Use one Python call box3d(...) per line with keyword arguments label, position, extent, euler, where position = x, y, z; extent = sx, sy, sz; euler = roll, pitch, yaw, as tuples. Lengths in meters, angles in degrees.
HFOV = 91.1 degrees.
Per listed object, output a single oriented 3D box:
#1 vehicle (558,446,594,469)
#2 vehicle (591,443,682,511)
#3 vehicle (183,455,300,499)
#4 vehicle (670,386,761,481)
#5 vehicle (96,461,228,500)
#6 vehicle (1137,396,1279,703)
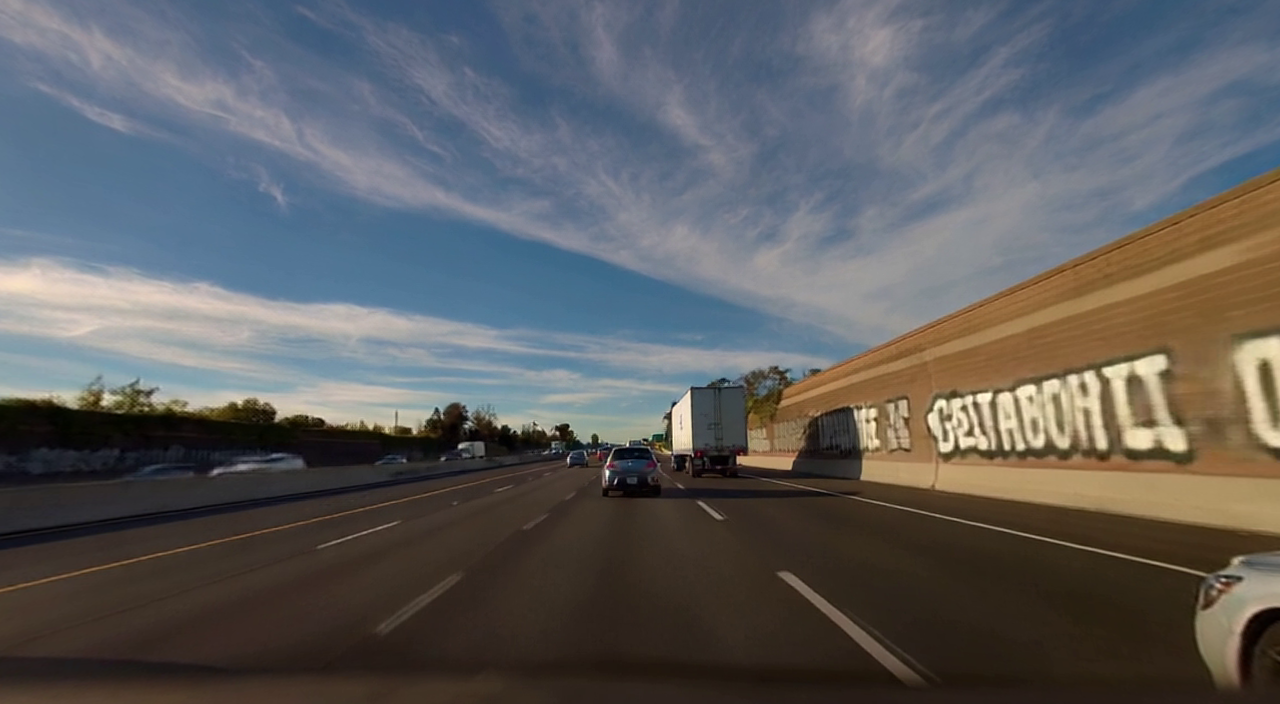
box3d(label="vehicle", position=(-4.344, 7.240, 43.295), extent=(2.067, 1.481, 4.085), euler=(-1, -9, 0))
box3d(label="vehicle", position=(-0.144, 3.096, 16.096), extent=(2.033, 1.468, 4.015), euler=(0, -9, -2))
box3d(label="vehicle", position=(-14.951, 4.675, 23.905), extent=(1.908, 1.458, 4.057), euler=(0, -9, -3))
box3d(label="vehicle", position=(3.554, 4.526, 34.003), extent=(2.902, 4.014, 14.446), euler=(0, -9, -1))
box3d(label="vehicle", position=(-20.875, 5.603, 27.762), extent=(2.070, 1.453, 4.840), euler=(0, -9, -1))
box3d(label="vehicle", position=(3.400, 0.640, 0.552), extent=(1.996, 1.497, 4.754), euler=(0, -9, 0))
